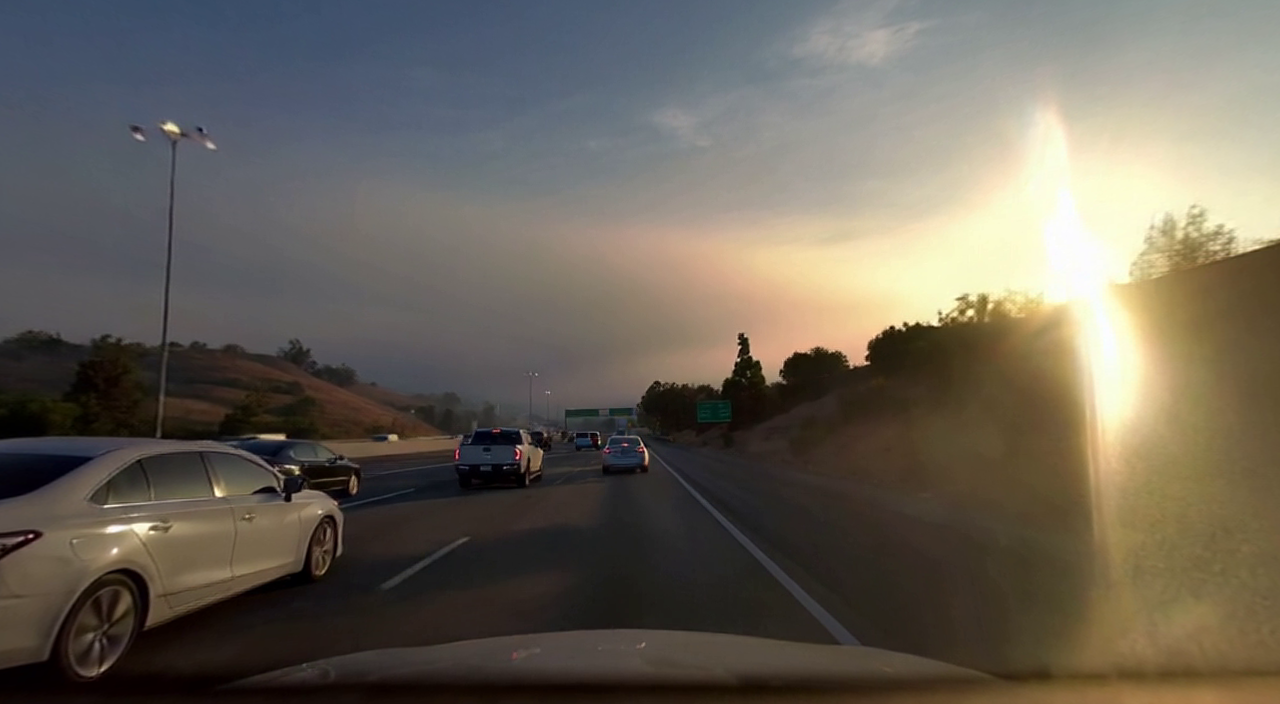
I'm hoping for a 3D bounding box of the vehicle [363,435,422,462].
[{"bbox_3d":[-15.480,6.034,39.500,2.049,1.578,3.937,0,-8,0],"label":"vehicle"}]

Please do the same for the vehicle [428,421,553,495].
[{"bbox_3d":[-3.786,2.755,16.876,2.154,1.690,4.595,0,-8,1],"label":"vehicle"}]

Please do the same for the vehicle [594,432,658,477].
[{"bbox_3d":[-0.464,3.627,22.514,2.070,1.452,3.834,0,-8,0],"label":"vehicle"}]

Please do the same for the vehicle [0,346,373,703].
[{"bbox_3d":[-3.883,1.057,4.417,2.107,1.703,4.274,0,-8,0],"label":"vehicle"}]
